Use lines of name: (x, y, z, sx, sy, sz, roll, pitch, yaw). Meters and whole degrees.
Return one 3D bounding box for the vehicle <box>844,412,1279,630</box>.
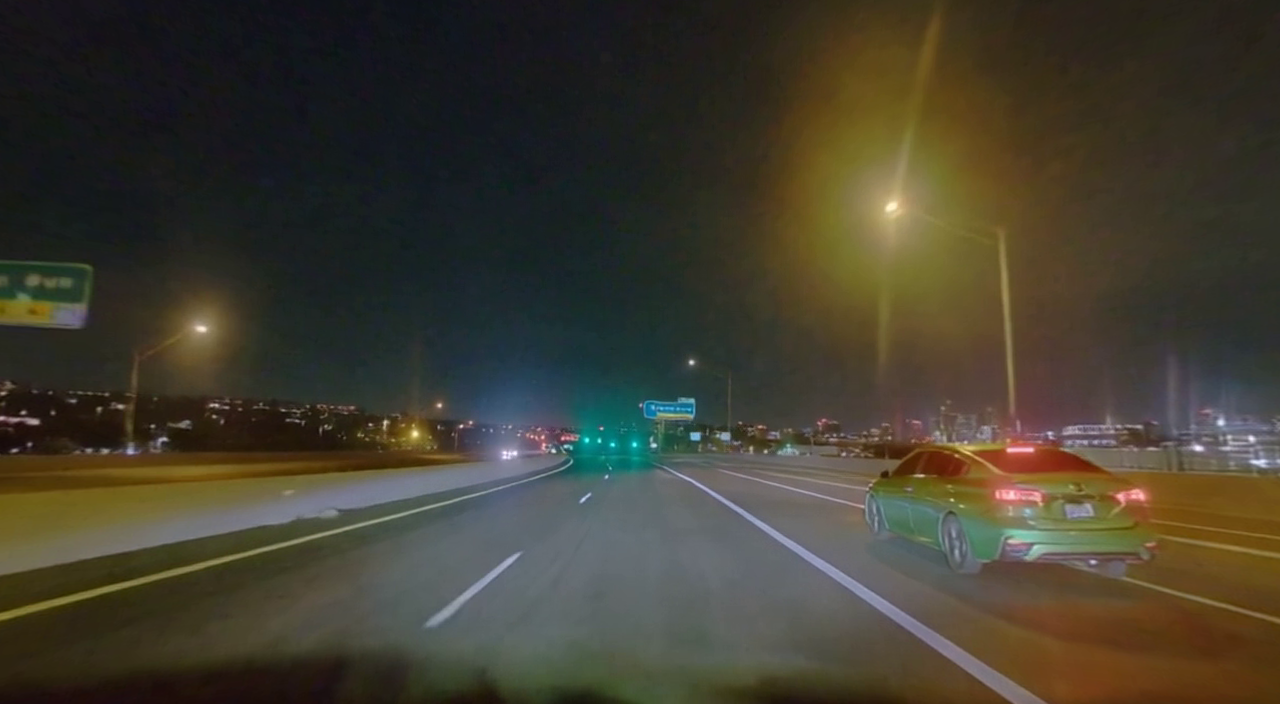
vehicle: (4.128, 1.588, 7.035, 2.104, 1.575, 4.698, 0, -9, 0)
